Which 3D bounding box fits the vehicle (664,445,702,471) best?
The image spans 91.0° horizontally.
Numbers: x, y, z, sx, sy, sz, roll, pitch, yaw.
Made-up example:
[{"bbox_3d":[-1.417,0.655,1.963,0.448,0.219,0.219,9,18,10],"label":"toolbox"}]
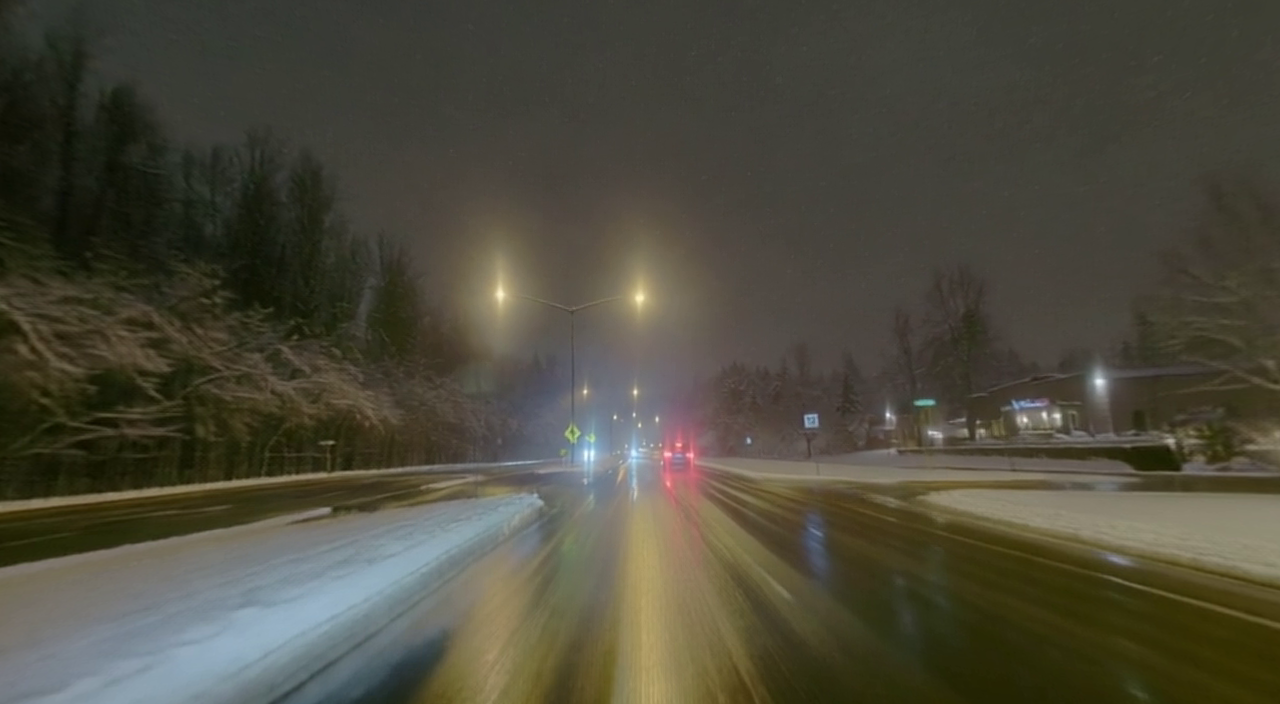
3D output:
[{"bbox_3d":[2.699,6.792,40.486,2.044,1.537,4.528,0,-9,-1],"label":"vehicle"}]
